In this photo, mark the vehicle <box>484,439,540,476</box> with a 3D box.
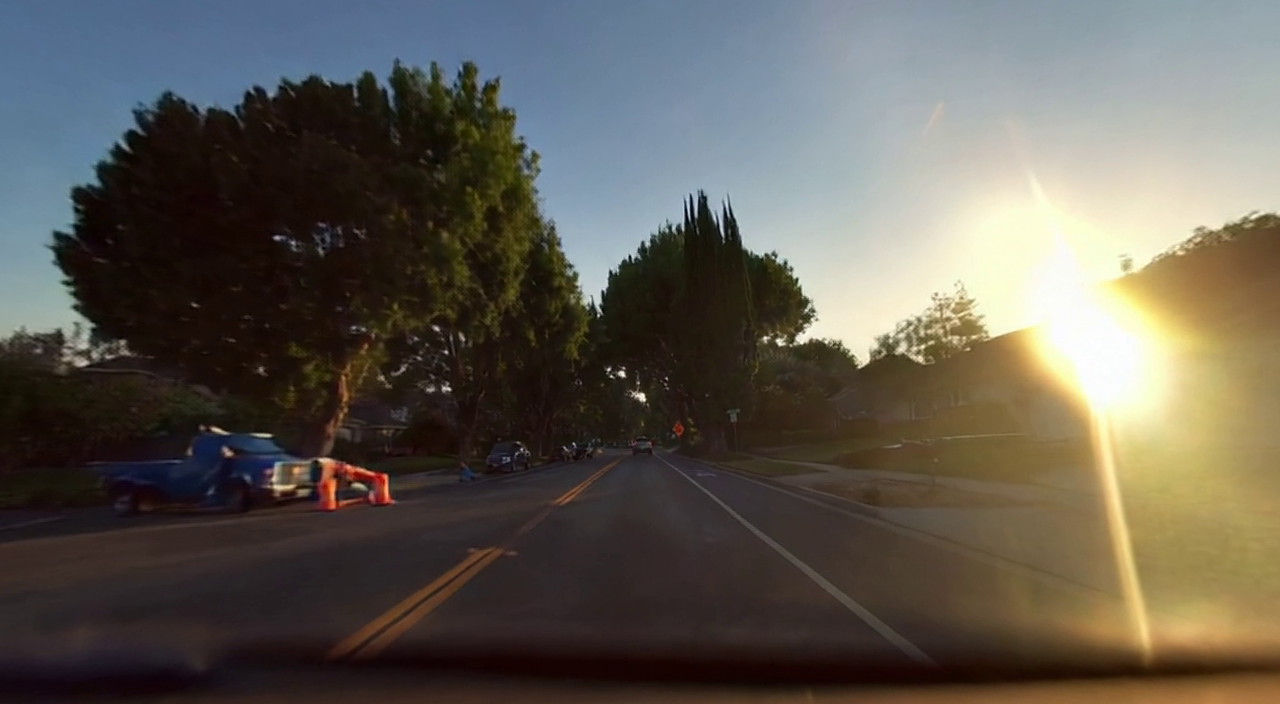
[{"bbox_3d":[-8.069,6.680,40.438,2.422,1.855,6.165,-4,-7,-2],"label":"vehicle"}]

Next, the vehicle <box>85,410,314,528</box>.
[{"bbox_3d":[-10.790,2.865,15.889,4.120,2.628,2.064,3,-9,-19],"label":"vehicle"}]
